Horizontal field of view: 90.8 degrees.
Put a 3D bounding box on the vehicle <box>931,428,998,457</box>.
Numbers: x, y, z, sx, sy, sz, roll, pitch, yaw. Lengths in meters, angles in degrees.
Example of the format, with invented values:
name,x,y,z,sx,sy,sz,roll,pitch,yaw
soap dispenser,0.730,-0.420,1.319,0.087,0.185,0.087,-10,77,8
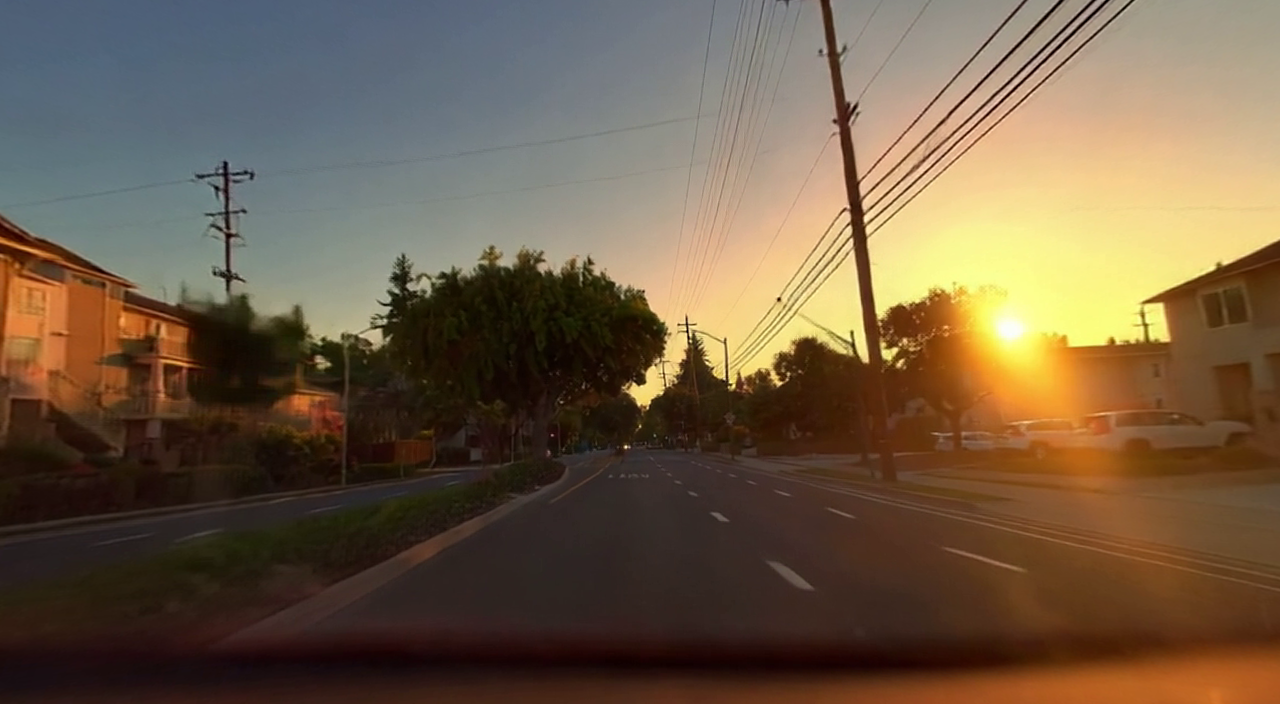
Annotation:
name,x,y,z,sx,sy,sz,roll,pitch,yaw
vehicle,22.128,6.223,43.323,1.960,1.873,4.839,0,-8,-1

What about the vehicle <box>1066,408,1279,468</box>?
name,x,y,z,sx,sy,sz,roll,pitch,yaw
vehicle,16.790,2.745,20.134,4.833,1.786,2.136,0,-9,0

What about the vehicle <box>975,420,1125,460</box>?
name,x,y,z,sx,sy,sz,roll,pitch,yaw
vehicle,16.573,3.592,25.683,4.681,1.541,2.049,0,-9,-3
